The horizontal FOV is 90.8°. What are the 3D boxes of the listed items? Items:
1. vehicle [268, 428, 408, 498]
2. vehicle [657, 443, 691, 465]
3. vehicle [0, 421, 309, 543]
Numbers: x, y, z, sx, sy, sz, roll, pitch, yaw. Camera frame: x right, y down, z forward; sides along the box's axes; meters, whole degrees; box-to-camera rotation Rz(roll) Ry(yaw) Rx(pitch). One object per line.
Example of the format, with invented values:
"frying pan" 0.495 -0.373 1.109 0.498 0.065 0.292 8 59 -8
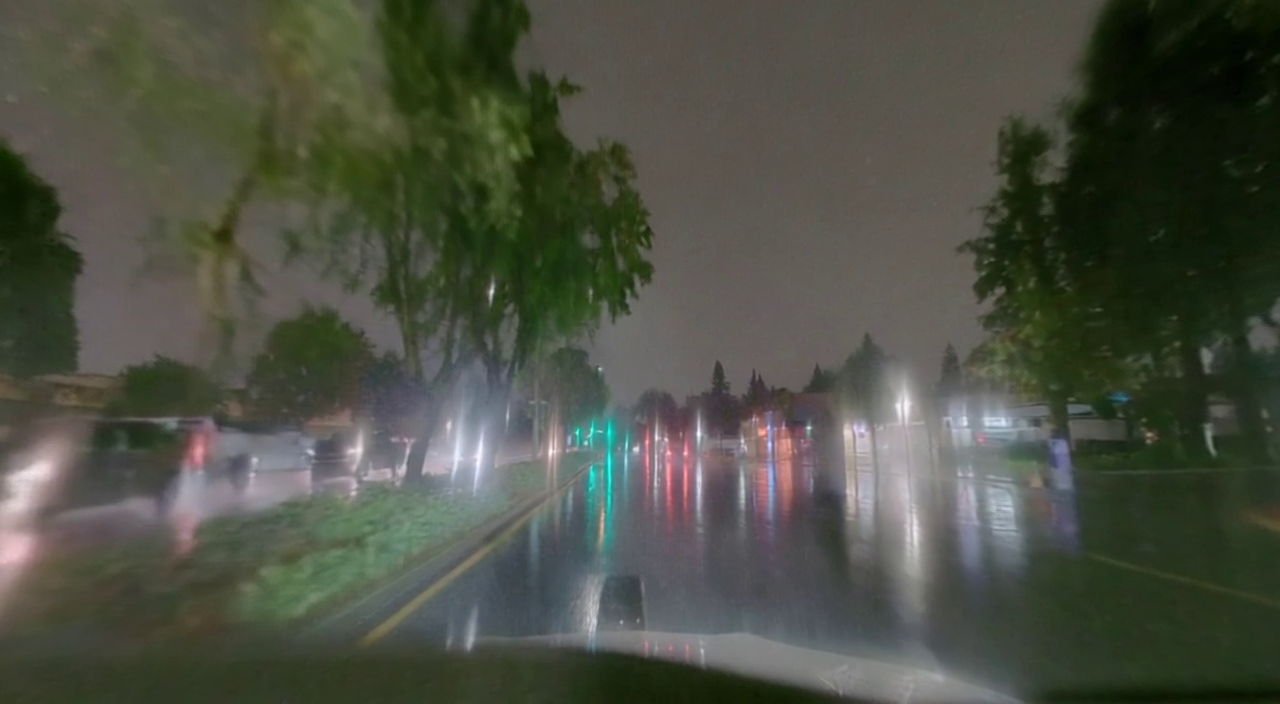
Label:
"vehicle" -8.846 3.248 19.142 2.016 1.766 5.155 -1 -7 -4
"vehicle" 2.457 7.557 46.960 1.913 1.473 4.360 0 -9 -4
"vehicle" -8.556 2.207 11.826 2.183 1.769 4.972 0 -7 -2
